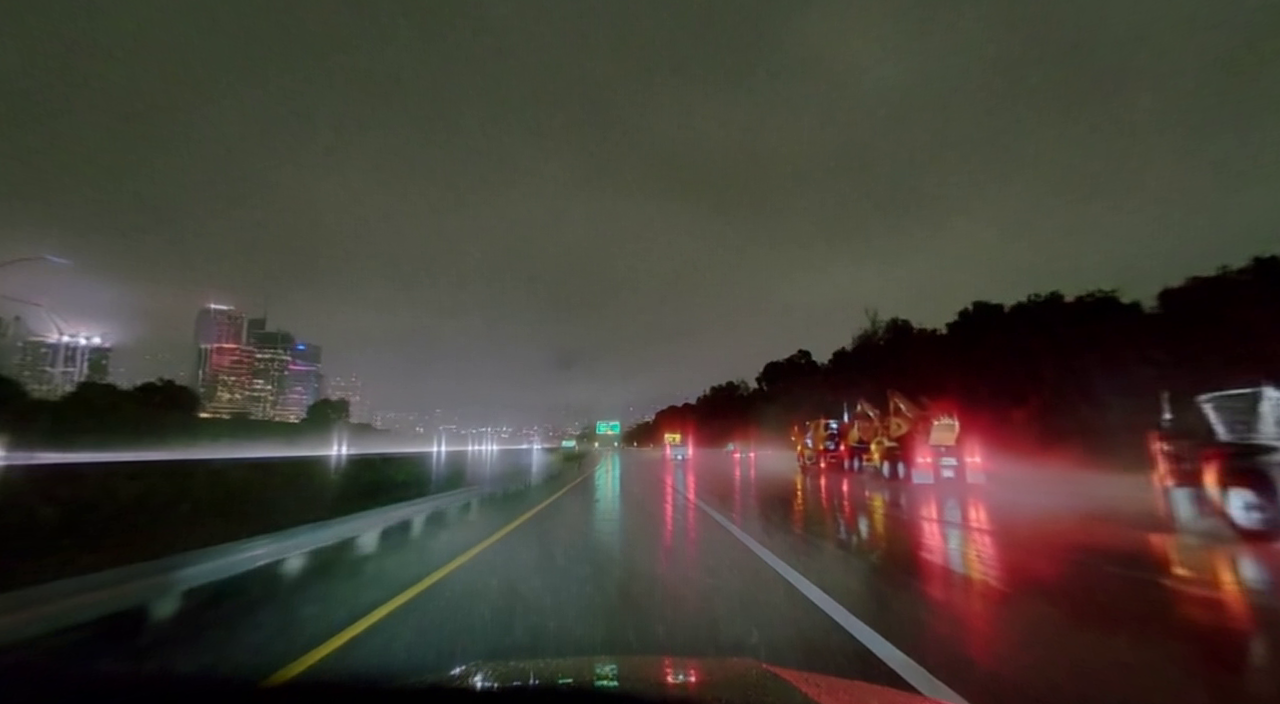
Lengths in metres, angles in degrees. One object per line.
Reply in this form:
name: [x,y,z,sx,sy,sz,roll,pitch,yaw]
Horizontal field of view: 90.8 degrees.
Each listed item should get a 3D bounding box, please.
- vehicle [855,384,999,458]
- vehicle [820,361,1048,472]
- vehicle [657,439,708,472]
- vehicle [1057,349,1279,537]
vehicle: [13.558,3.473,30.637,3.476,3.195,6.407,1,-8,-5]
vehicle: [13.652,3.614,32.181,3.968,4.321,14.566,1,-8,-3]
vehicle: [2.298,5.753,35.427,2.305,1.729,4.526,0,-8,-3]
vehicle: [10.592,1.473,10.217,2.873,2.663,6.922,0,-8,0]
